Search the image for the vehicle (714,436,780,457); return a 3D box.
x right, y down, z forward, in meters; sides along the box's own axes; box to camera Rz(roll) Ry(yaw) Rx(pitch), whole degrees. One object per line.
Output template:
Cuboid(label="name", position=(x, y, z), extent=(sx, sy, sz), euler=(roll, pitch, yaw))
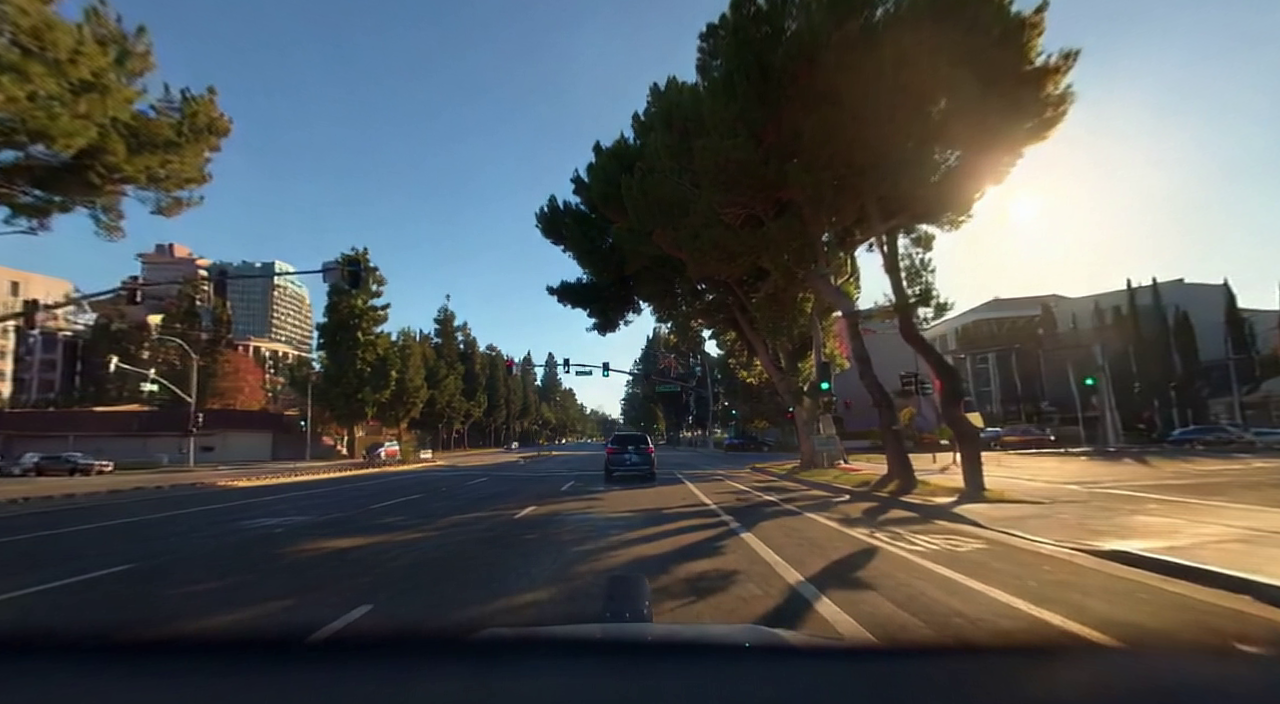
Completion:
Cuboid(label="vehicle", position=(8.028, 7.090, 47.432), extent=(4.465, 1.506, 2.028), euler=(-4, -9, 24))

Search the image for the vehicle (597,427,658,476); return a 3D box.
Cuboid(label="vehicle", position=(-0.464, 3.869, 24.656), extent=(2.169, 1.751, 4.276), euler=(0, -8, -1))

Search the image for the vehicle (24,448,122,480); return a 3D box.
Cuboid(label="vehicle", position=(-29.100, 5.711, 32.352), extent=(4.504, 1.524, 2.226), euler=(-5, -10, 28))
